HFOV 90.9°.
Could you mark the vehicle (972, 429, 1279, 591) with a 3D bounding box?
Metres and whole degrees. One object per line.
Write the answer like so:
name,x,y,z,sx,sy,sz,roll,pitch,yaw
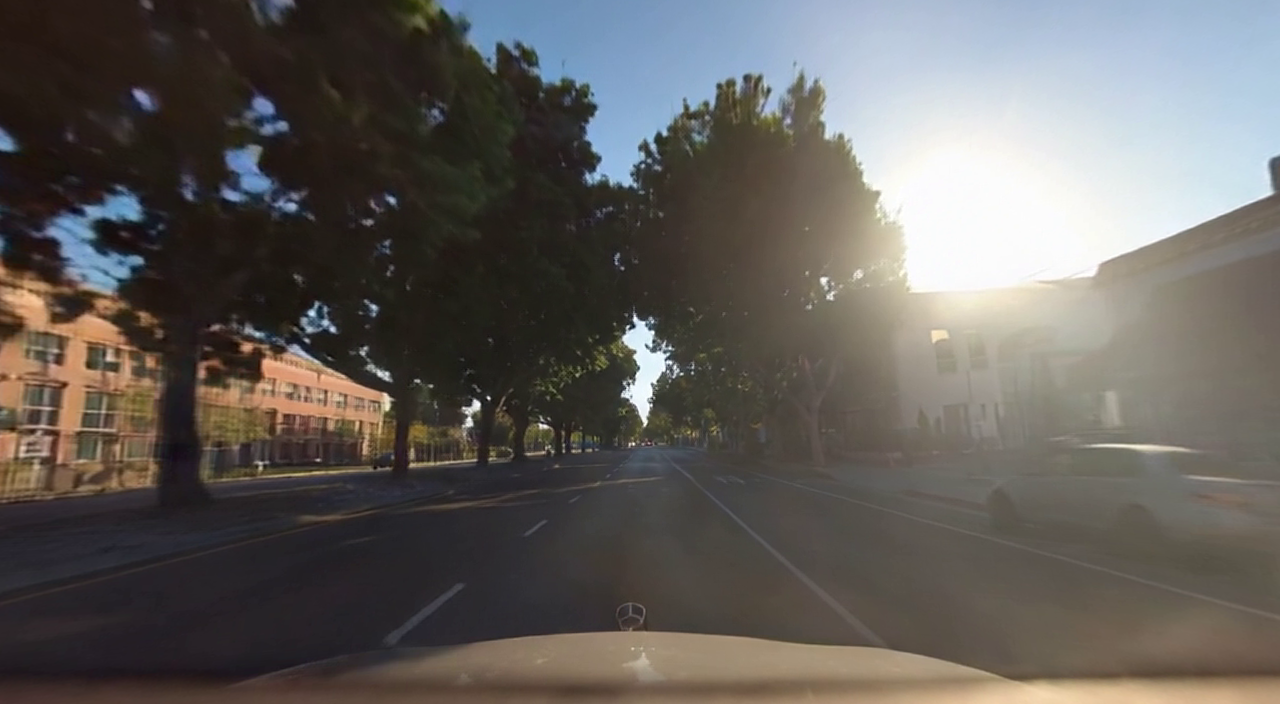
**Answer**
vehicle,6.582,1.830,8.296,1.923,1.498,4.676,1,-8,1
